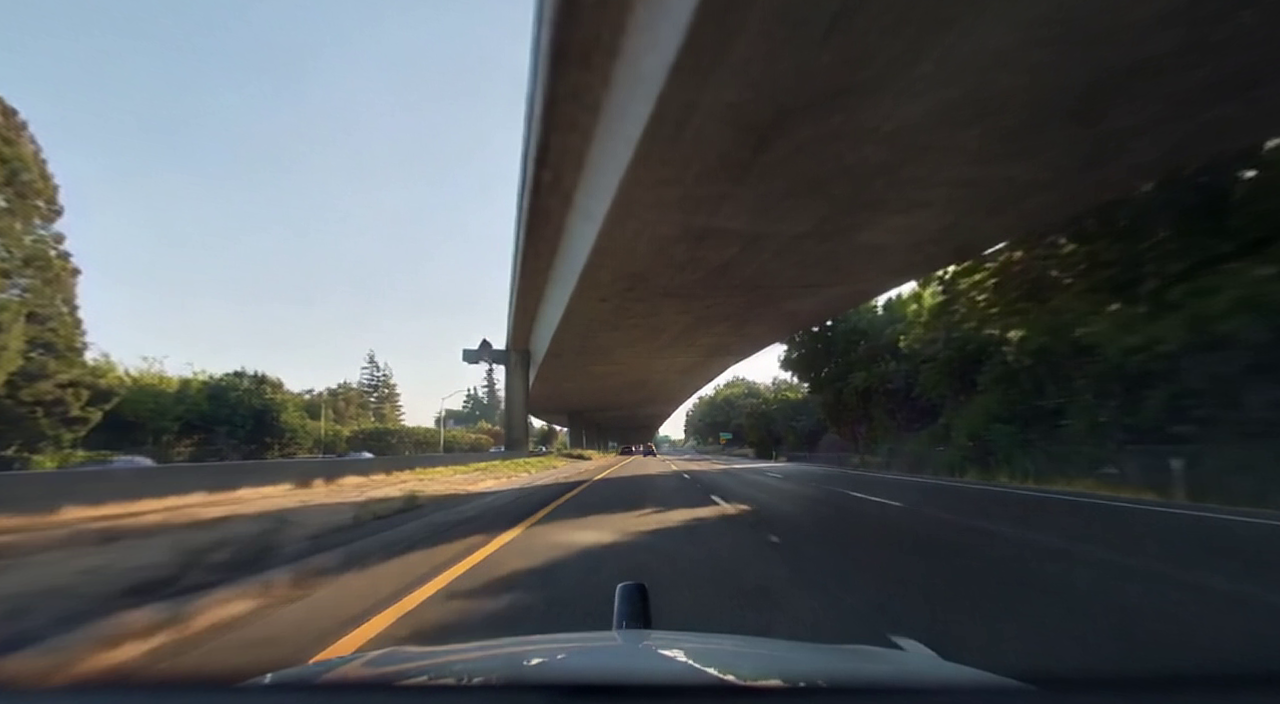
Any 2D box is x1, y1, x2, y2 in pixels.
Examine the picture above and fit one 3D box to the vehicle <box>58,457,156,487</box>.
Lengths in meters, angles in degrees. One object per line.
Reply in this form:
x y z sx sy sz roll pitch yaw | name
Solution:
-33.347 7.505 39.635 2.031 1.676 4.560 -1 -8 3 | vehicle
